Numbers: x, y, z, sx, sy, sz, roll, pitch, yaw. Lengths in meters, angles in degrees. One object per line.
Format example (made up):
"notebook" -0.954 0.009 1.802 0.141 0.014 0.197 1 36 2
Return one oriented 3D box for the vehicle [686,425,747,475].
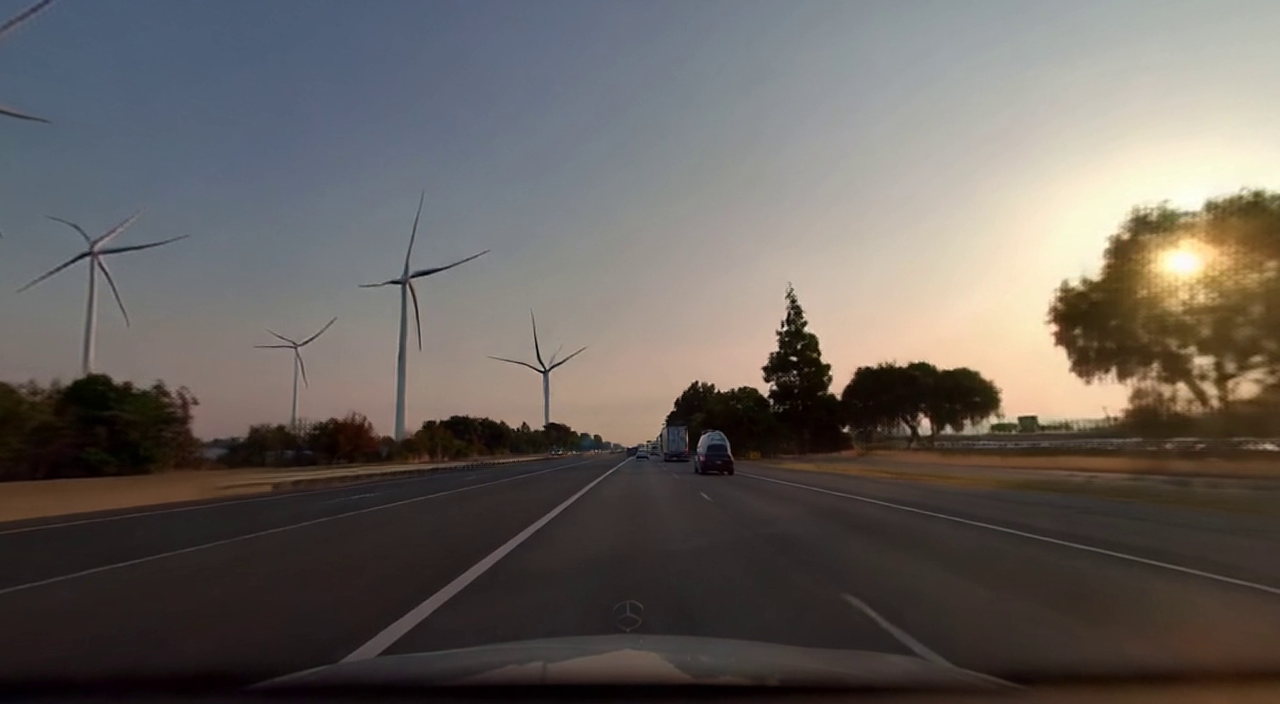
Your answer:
"vehicle" 4.278 5.629 36.209 2.609 2.648 5.397 0 -9 -2
